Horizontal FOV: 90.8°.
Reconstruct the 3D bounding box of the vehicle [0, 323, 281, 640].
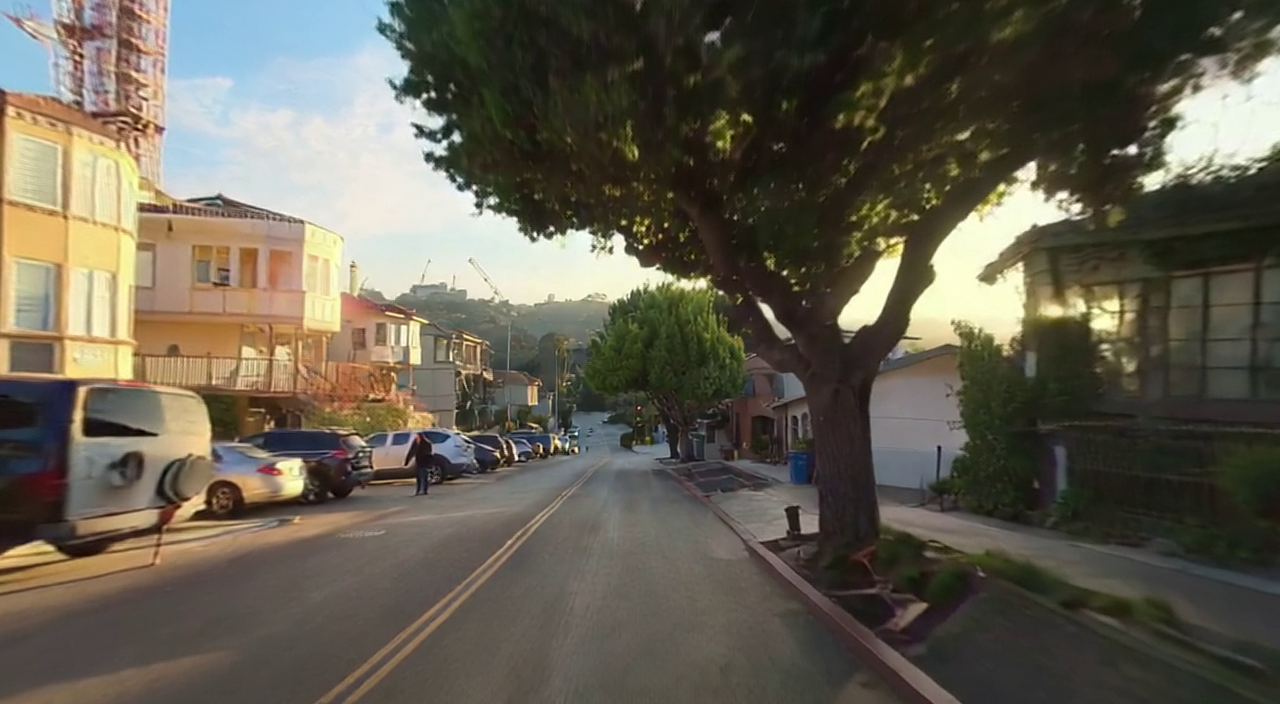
[{"bbox_3d":[-7.117,1.155,6.152,5.592,2.439,2.515,0,-9,-1],"label":"vehicle"}]
